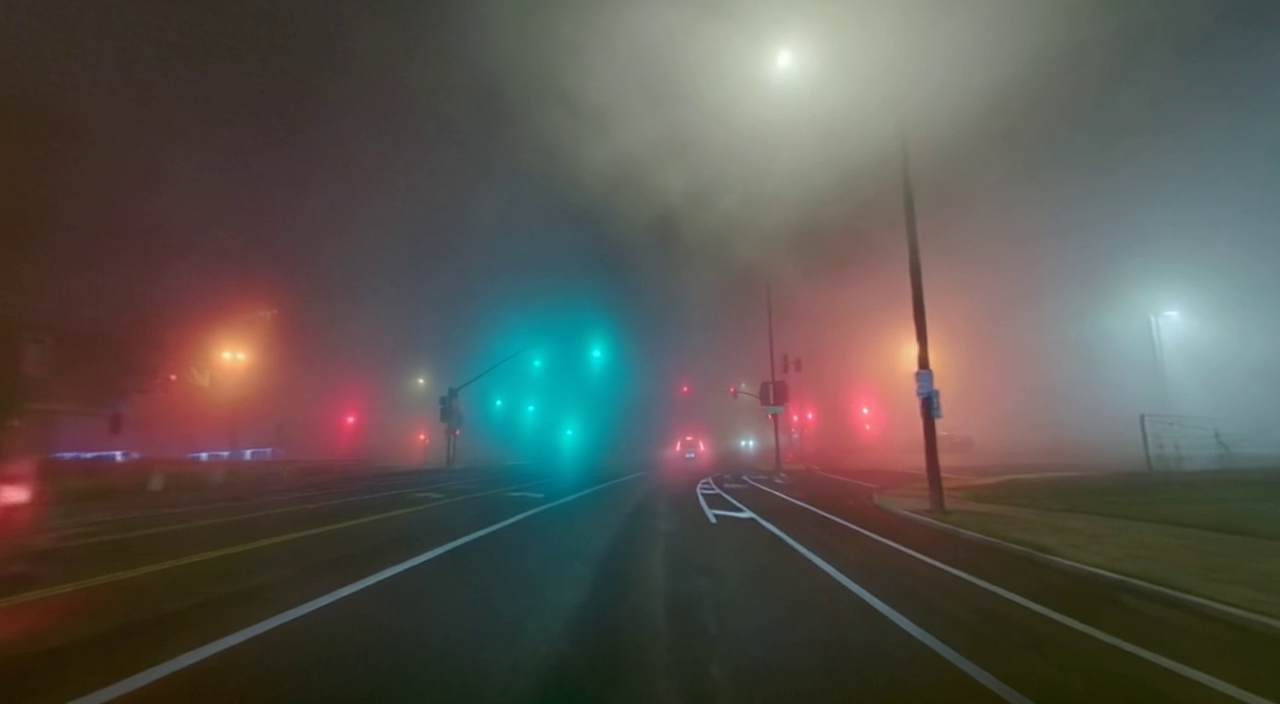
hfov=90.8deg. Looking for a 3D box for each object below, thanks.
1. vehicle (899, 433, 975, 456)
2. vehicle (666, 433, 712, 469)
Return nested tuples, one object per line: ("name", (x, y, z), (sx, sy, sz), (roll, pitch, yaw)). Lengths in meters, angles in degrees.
("vehicle", (22.300, 6.931, 47.489), (4.952, 1.517, 1.997), (-6, -7, 25))
("vehicle", (2.725, 5.349, 34.380), (2.230, 1.827, 4.298), (-1, -8, 8))
